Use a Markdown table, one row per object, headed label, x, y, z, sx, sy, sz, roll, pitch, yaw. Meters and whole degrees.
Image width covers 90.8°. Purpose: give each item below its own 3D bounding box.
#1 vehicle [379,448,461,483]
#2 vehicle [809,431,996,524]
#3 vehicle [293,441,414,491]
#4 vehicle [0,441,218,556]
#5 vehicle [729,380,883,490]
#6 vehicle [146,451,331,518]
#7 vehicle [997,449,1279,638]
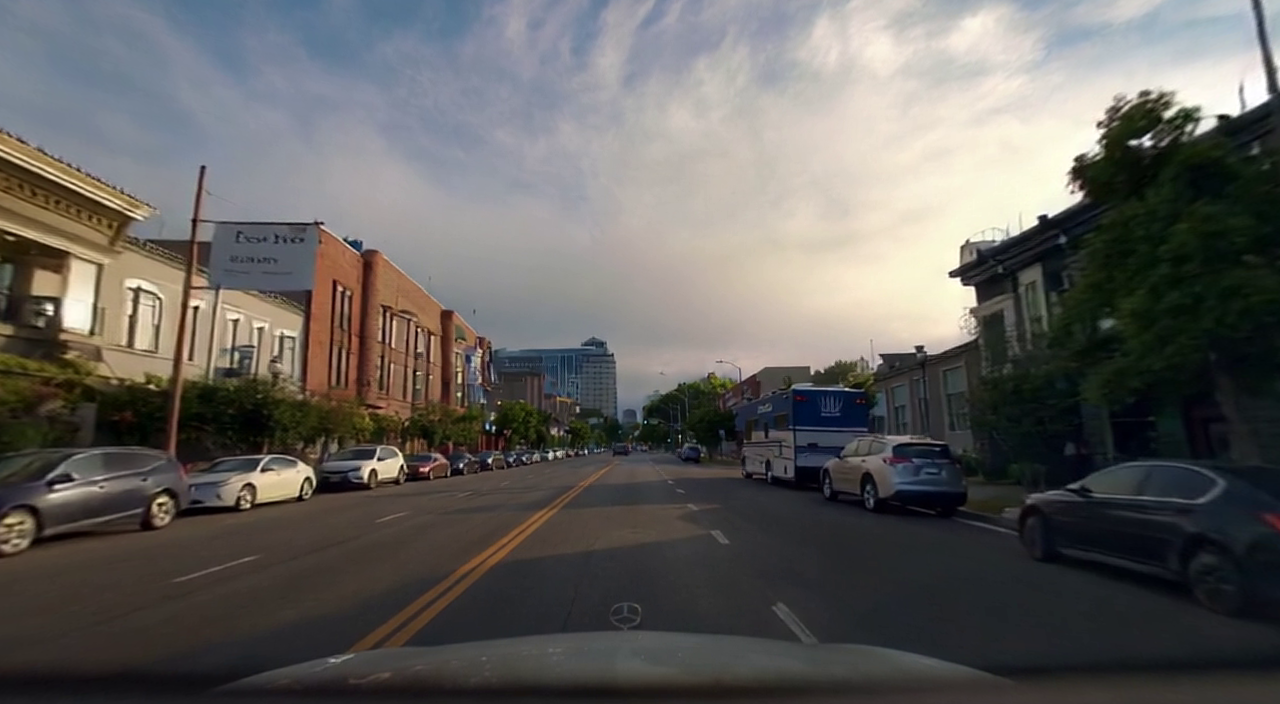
| label | x | y | z | sx | sy | sz | roll | pitch | yaw |
| --- | --- | --- | --- | --- | --- | --- | --- | --- | --- |
| vehicle | -10.105 | 5.230 | 29.476 | 2.078 | 1.427 | 4.900 | 0 | -8 | 0 |
| vehicle | 5.895 | 2.865 | 15.161 | 2.154 | 1.804 | 5.341 | 0 | -8 | 0 |
| vehicle | -10.093 | 4.045 | 22.746 | 2.276 | 1.597 | 4.421 | 0 | -8 | 0 |
| vehicle | -10.033 | 2.343 | 10.855 | 2.230 | 1.577 | 4.871 | 0 | -8 | -1 |
| vehicle | 5.960 | 3.360 | 25.012 | 3.102 | 3.473 | 9.734 | 0 | -8 | -2 |
| vehicle | -10.038 | 3.303 | 16.338 | 1.802 | 1.439 | 4.546 | 0 | -8 | 0 |
| vehicle | 6.117 | 1.792 | 6.649 | 1.939 | 1.491 | 4.521 | 0 | -8 | -2 |
